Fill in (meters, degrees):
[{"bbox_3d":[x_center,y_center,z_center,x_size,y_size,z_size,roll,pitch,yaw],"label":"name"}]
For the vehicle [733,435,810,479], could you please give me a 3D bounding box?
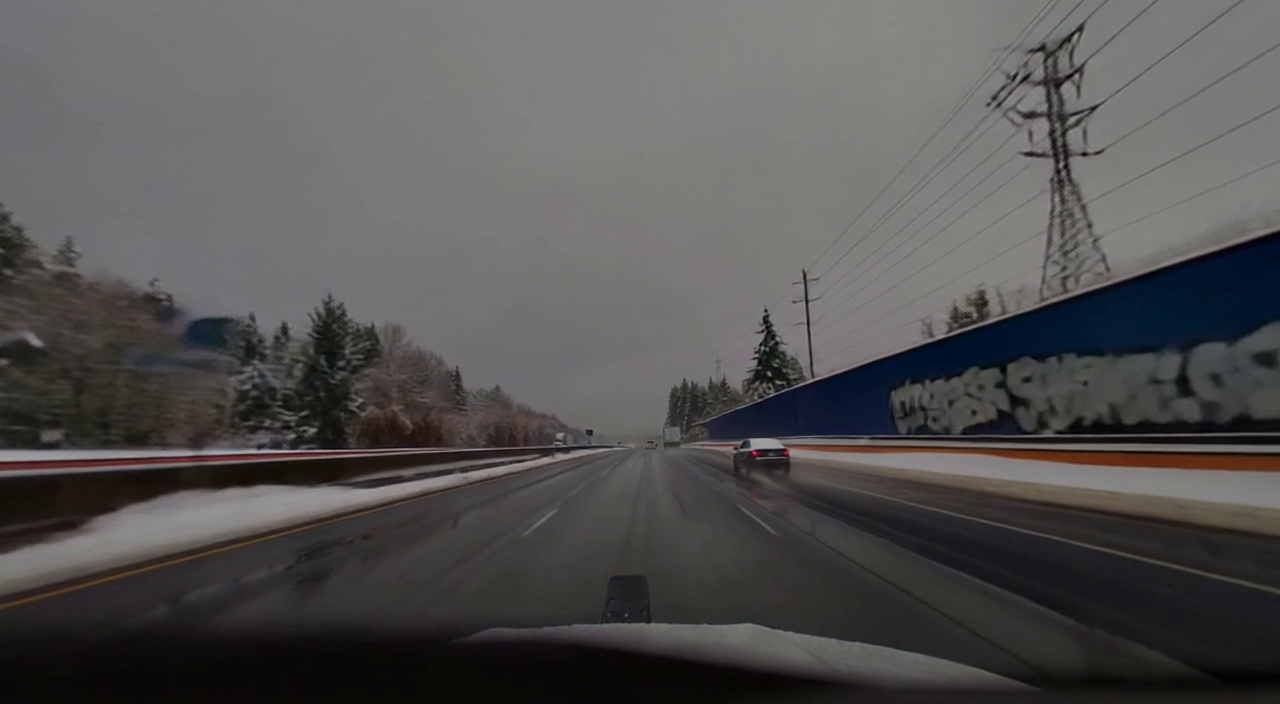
[{"bbox_3d":[4.851,3.937,23.811,1.991,1.494,3.951,0,-8,-1],"label":"vehicle"}]
